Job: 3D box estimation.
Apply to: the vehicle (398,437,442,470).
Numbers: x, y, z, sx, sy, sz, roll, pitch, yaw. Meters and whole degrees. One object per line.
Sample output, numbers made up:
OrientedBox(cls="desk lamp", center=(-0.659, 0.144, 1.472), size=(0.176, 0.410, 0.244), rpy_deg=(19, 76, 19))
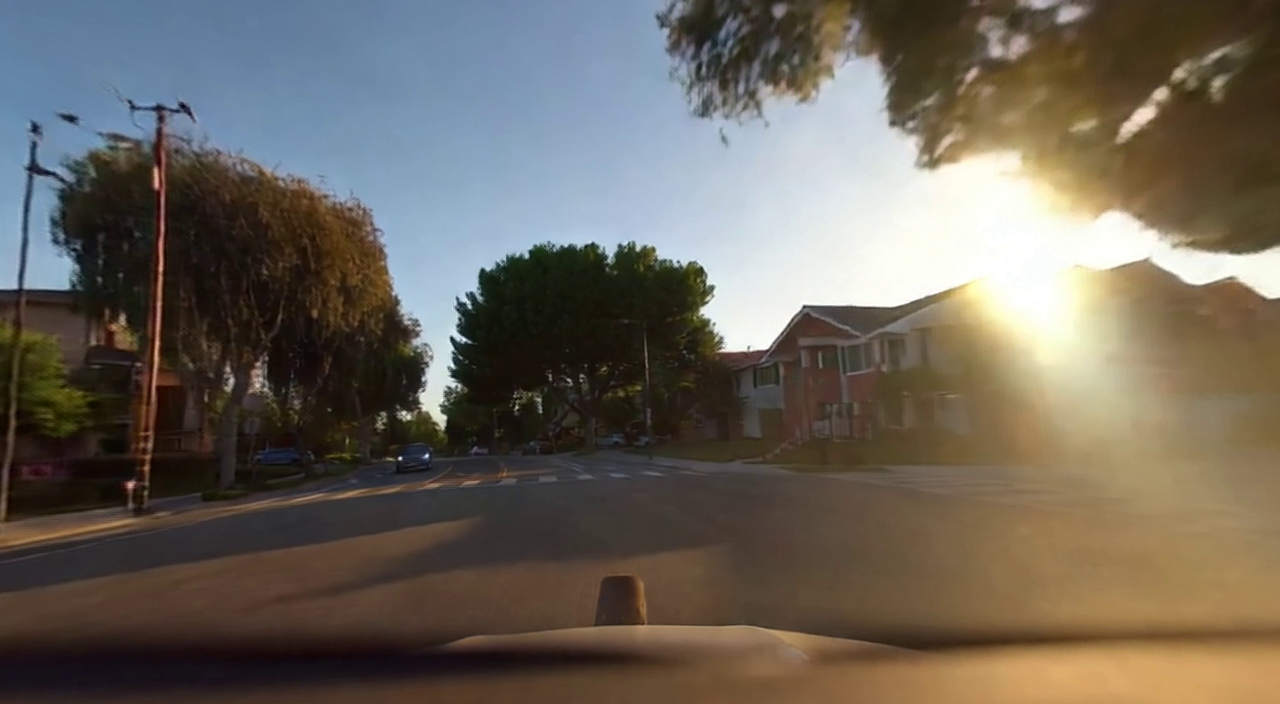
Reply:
OrientedBox(cls="vehicle", center=(-13.346, 6.170, 38.581), size=(2.247, 1.801, 4.672), rpy_deg=(2, -9, -16))
